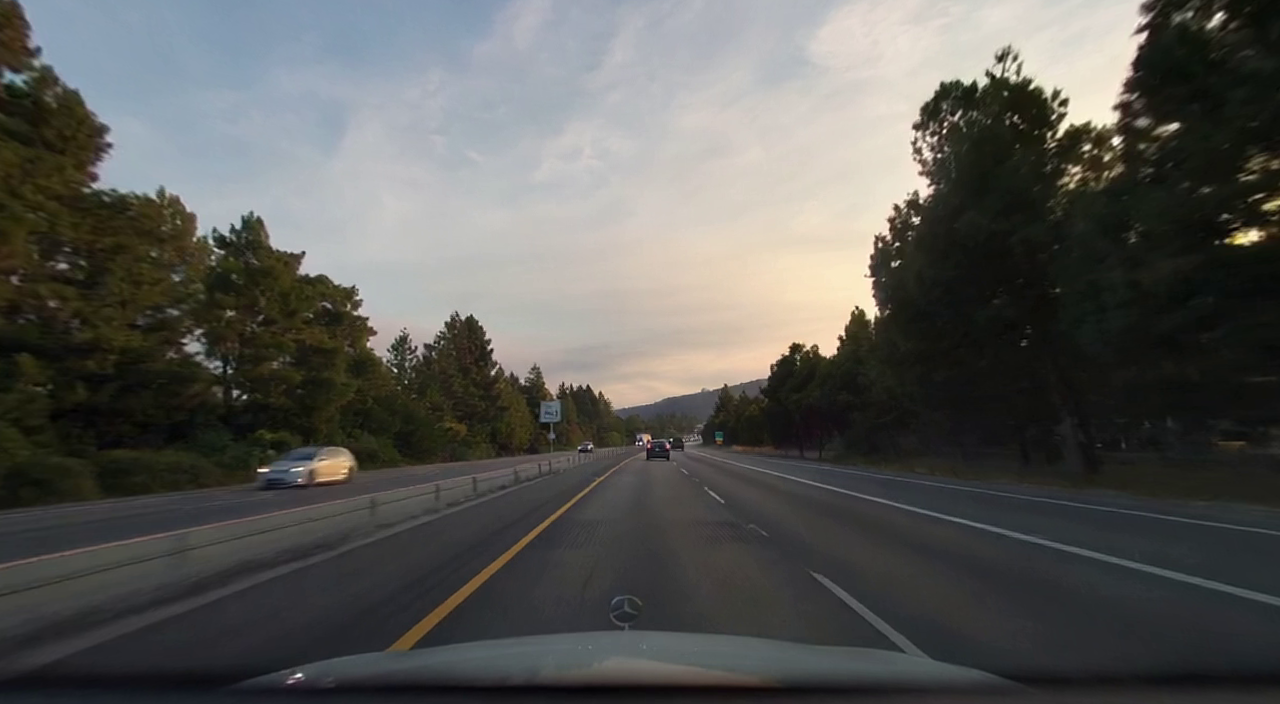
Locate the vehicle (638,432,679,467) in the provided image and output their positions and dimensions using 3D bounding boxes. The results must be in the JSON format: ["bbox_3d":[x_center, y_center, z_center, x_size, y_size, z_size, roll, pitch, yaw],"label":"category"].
[{"bbox_3d":[1.134,5.903,38.204,2.301,1.944,4.554,0,-8,2],"label":"vehicle"}]

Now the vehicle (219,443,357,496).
[{"bbox_3d":[-11.373,3.783,20.772,1.866,1.511,4.599,0,-8,1],"label":"vehicle"}]

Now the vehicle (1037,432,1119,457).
[{"bbox_3d":[25.871,5.494,37.243,3.489,1.399,1.702,-2,-8,14],"label":"vehicle"}]
